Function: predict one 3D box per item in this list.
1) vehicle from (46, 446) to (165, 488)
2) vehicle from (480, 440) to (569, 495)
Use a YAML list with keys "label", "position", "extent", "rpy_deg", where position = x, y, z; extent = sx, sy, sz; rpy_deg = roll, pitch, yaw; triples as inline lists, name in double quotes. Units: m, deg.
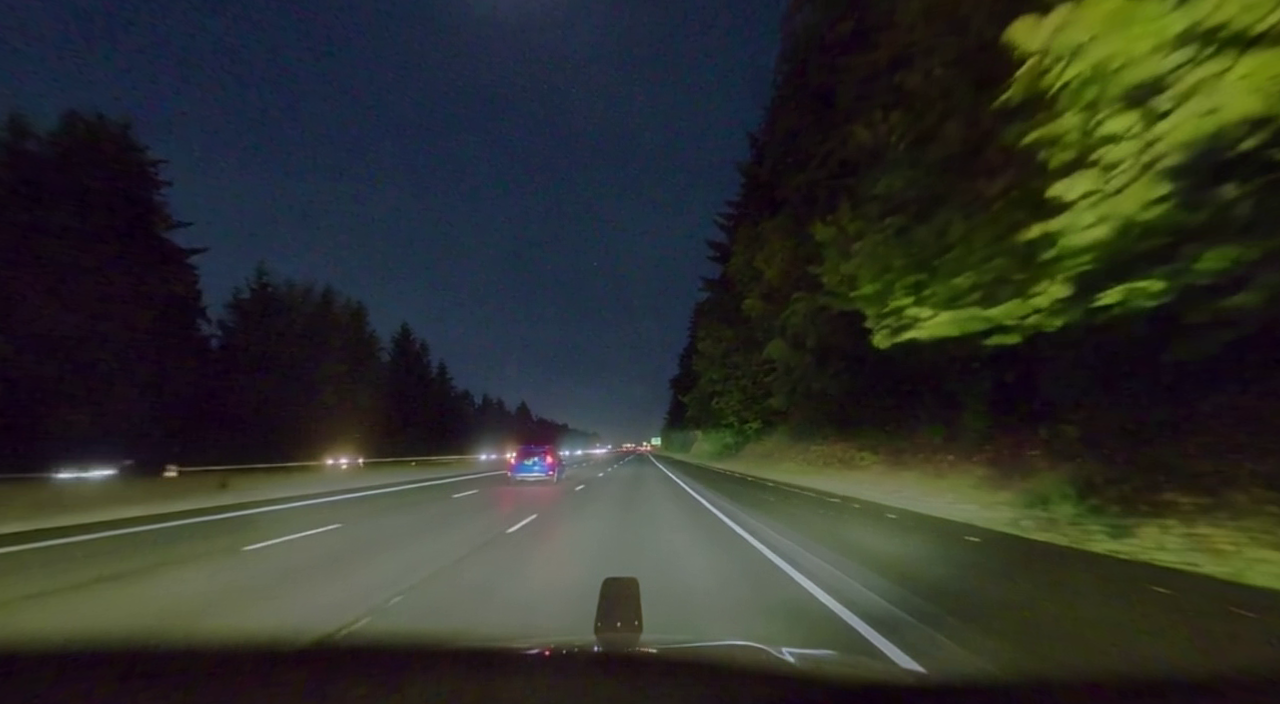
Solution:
- label: "vehicle"
  position: [-24.135, 5.176, 28.618]
  extent: [1.912, 1.739, 3.938]
  rpy_deg: [0, -9, 0]
- label: "vehicle"
  position: [-3.745, 3.845, 21.230]
  extent: [2.104, 1.626, 4.283]
  rpy_deg: [-1, -9, 1]
